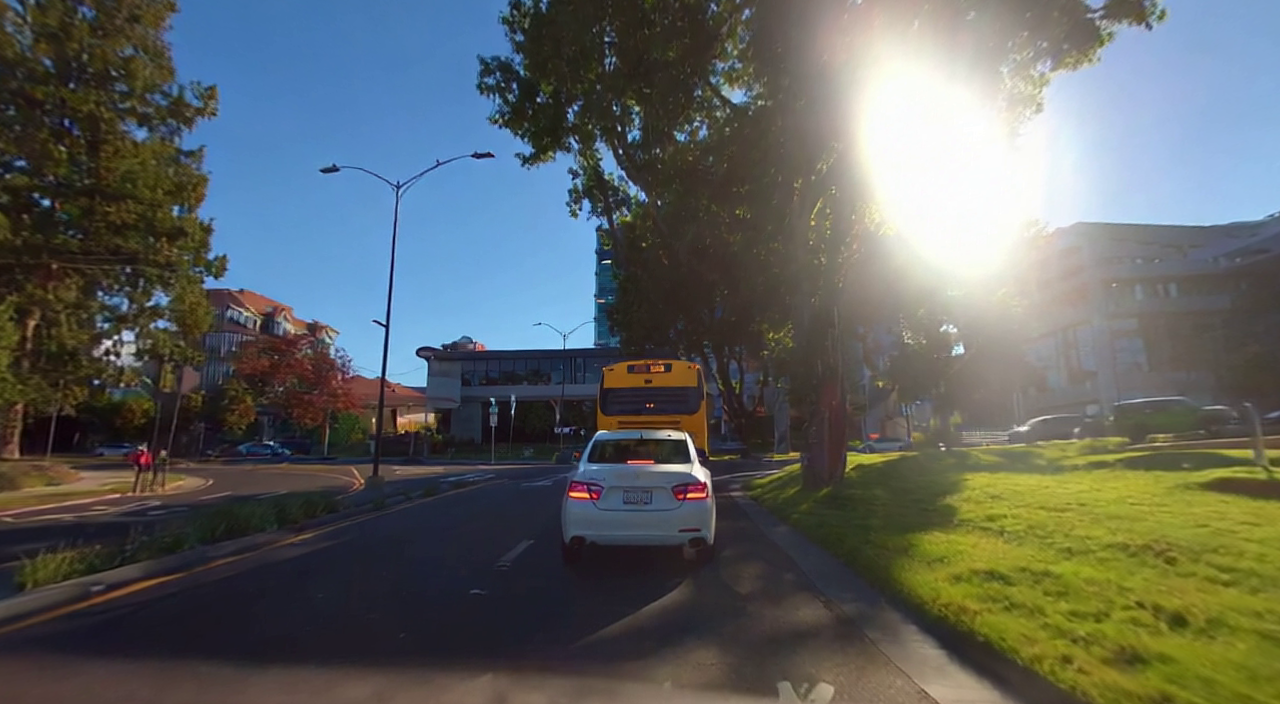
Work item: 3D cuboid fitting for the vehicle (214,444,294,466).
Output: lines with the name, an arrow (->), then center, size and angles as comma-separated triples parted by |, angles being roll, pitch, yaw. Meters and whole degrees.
vehicle -> -25.905, 6.920, 42.453 | 4.403, 1.422, 1.697 | 4, -9, -26

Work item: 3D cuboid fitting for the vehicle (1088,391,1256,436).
vehicle -> 19.664, 2.375, 23.483 | 1.781, 1.458, 4.359 | 6, -10, -35

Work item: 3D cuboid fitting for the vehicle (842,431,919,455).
vehicle -> 15.785, 6.001, 41.407 | 4.422, 1.457, 1.882 | -5, -10, 29

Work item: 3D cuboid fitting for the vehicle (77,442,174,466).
vehicle -> -32.010, 6.336, 39.337 | 4.473, 1.442, 1.743 | 7, -11, -38

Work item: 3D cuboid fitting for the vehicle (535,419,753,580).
vehicle -> 0.061, 1.666, 7.879 | 2.020, 1.478, 3.922 | 0, -8, 1
